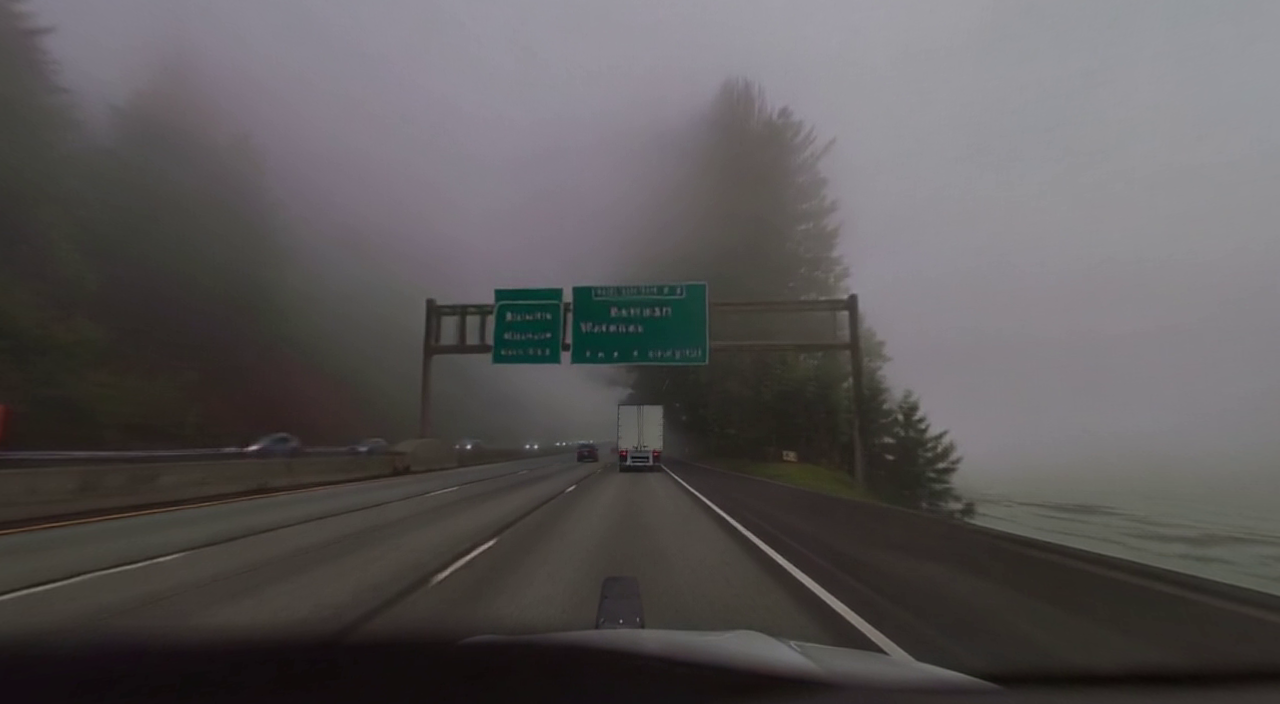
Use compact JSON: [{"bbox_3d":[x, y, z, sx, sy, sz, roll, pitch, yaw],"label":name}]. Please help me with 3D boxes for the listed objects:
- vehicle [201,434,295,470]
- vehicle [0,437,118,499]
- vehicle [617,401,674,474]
[{"bbox_3d":[-19.737,5.069,31.996,1.989,1.700,4.294,0,-9,0],"label":"vehicle"},{"bbox_3d":[-16.302,2.966,16.210,1.897,1.464,4.483,0,-9,1],"label":"vehicle"},{"bbox_3d":[0.138,5.429,39.134,2.976,3.800,12.335,0,-9,-1],"label":"vehicle"}]
